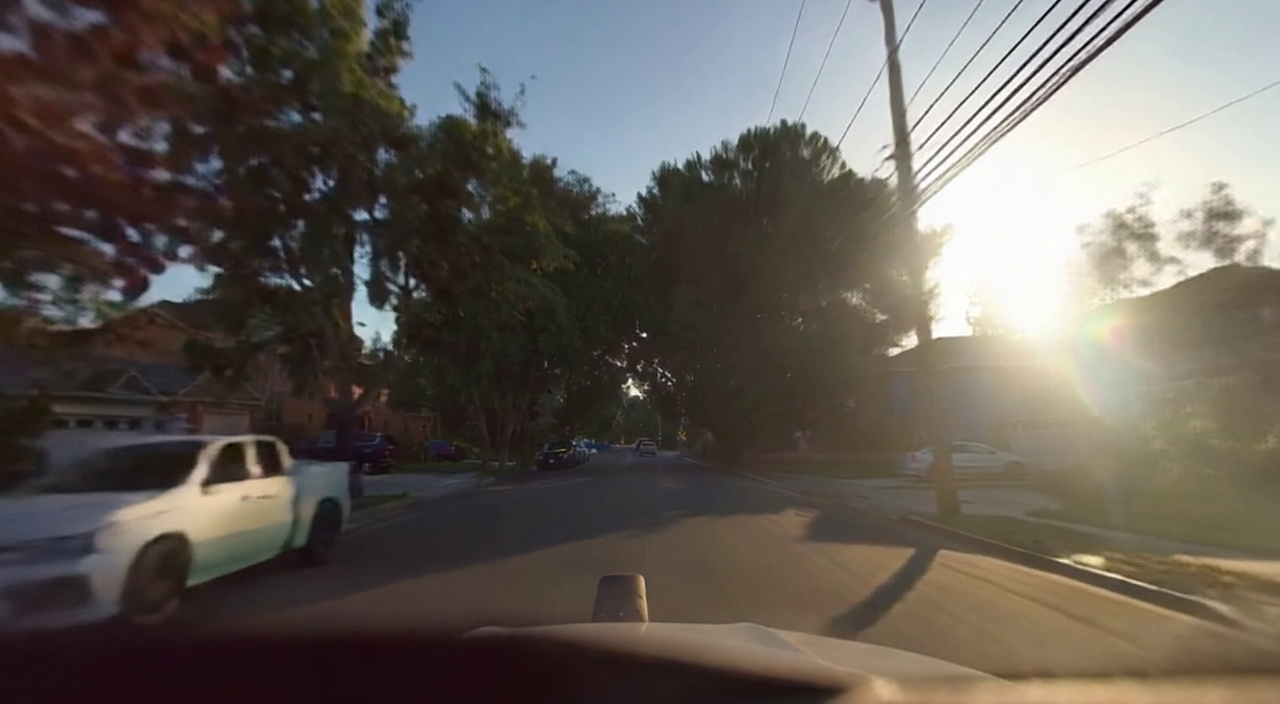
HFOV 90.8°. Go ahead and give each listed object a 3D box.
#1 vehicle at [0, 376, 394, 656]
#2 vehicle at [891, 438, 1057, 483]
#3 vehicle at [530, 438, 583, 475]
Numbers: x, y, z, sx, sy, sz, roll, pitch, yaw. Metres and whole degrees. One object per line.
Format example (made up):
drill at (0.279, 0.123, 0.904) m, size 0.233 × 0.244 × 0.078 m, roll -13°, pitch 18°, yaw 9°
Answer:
vehicle at (-4.668, 1.390, 6.706) m, size 2.164 × 1.810 × 5.044 m, roll 1°, pitch -8°, yaw -2°
vehicle at (11.860, 3.860, 22.685) m, size 4.700 × 1.441 × 2.167 m, roll -1°, pitch -8°, yaw -1°
vehicle at (-4.466, 5.634, 34.400) m, size 2.207 × 1.669 × 4.363 m, roll -4°, pitch -7°, yaw 1°
